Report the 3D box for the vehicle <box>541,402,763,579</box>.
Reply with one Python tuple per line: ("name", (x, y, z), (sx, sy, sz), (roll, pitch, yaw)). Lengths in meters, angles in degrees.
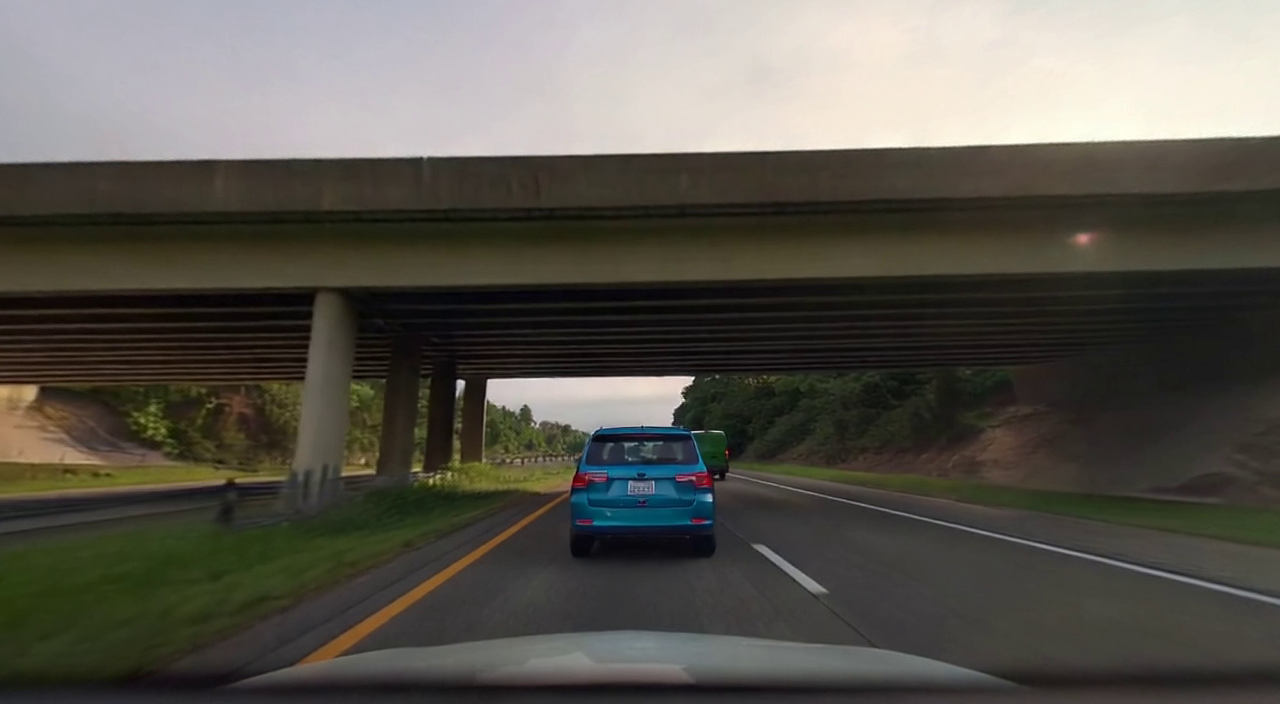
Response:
("vehicle", (0.129, 1.752, 8.629), (2.288, 1.823, 4.059), (0, -9, 0))
